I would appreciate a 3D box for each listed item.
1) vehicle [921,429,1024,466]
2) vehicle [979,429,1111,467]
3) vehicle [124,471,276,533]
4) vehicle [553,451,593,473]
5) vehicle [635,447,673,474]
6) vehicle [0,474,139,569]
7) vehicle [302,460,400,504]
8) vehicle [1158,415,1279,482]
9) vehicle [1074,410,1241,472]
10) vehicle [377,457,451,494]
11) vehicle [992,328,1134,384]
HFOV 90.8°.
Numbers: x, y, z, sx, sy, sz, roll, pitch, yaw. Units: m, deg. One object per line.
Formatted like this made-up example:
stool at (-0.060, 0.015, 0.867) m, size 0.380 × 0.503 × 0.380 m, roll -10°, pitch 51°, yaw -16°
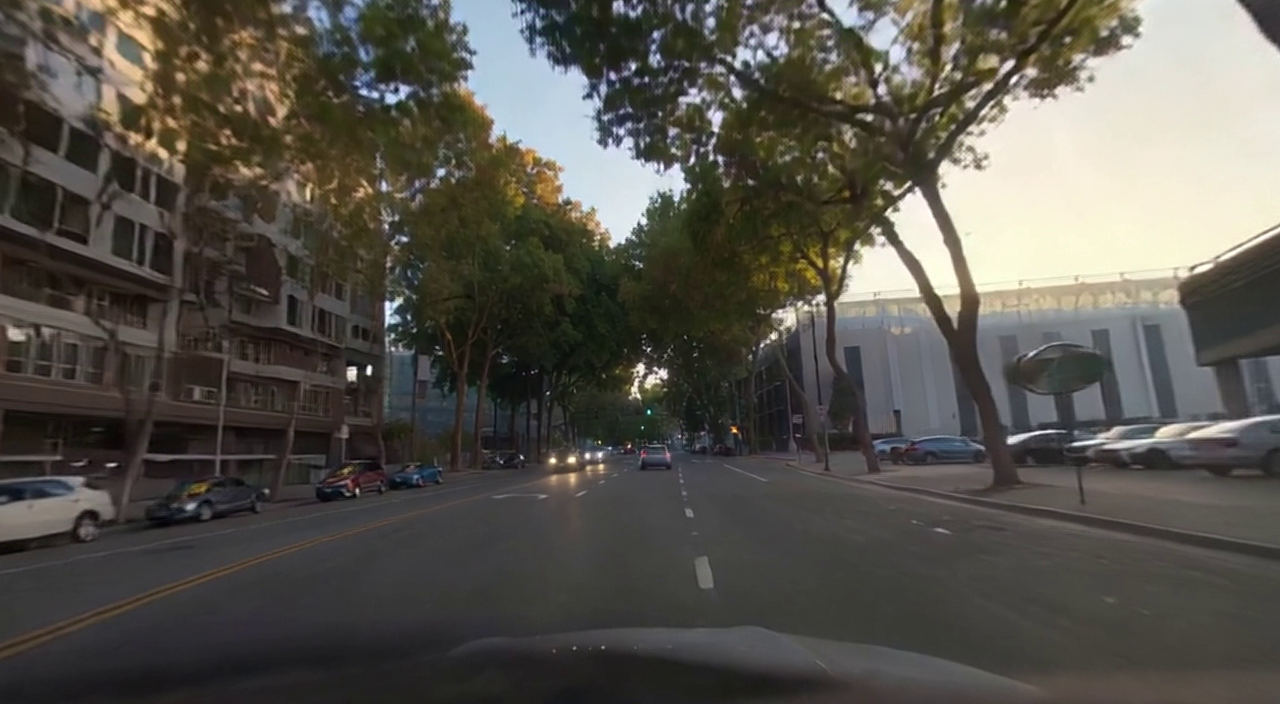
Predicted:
vehicle at (16.129, 4.691, 30.798) m, size 3.922 × 1.420 × 1.784 m, roll -5°, pitch -10°, yaw 4°
vehicle at (16.154, 3.867, 25.398) m, size 3.620 × 1.412 × 2.472 m, roll -1°, pitch -9°, yaw 3°
vehicle at (-12.740, 4.317, 18.608) m, size 1.646 × 1.462 × 3.740 m, roll -1°, pitch -9°, yaw 2°
vehicle at (-4.712, 7.788, 44.989) m, size 1.993 × 1.463 × 4.265 m, roll -1°, pitch -9°, yaw 5°
vehicle at (0.873, 6.231, 36.625) m, size 2.051 × 1.454 × 4.132 m, roll -1°, pitch -9°, yaw 3°
vehicle at (-12.934, 3.398, 12.569) m, size 1.984 × 1.635 × 4.525 m, roll -4°, pitch -9°, yaw 5°
vehicle at (-12.283, 5.528, 27.205) m, size 1.997 × 1.668 × 4.084 m, roll -1°, pitch -9°, yaw 5°
vehicle at (14.588, 2.200, 14.563) m, size 3.556 × 1.414 × 1.851 m, roll -1°, pitch -9°, yaw 2°
vehicle at (16.056, 2.854, 20.040) m, size 2.050 × 1.573 × 5.029 m, roll -6°, pitch -10°, yaw 15°
vehicle at (-11.882, 6.501, 33.577) m, size 2.016 × 1.627 × 4.742 m, roll -2°, pitch -8°, yaw 3°
vehicle at (15.369, 0.172, 23.124) m, size 3.766 × 1.708 × 1.810 m, roll -1°, pitch -9°, yaw 5°
